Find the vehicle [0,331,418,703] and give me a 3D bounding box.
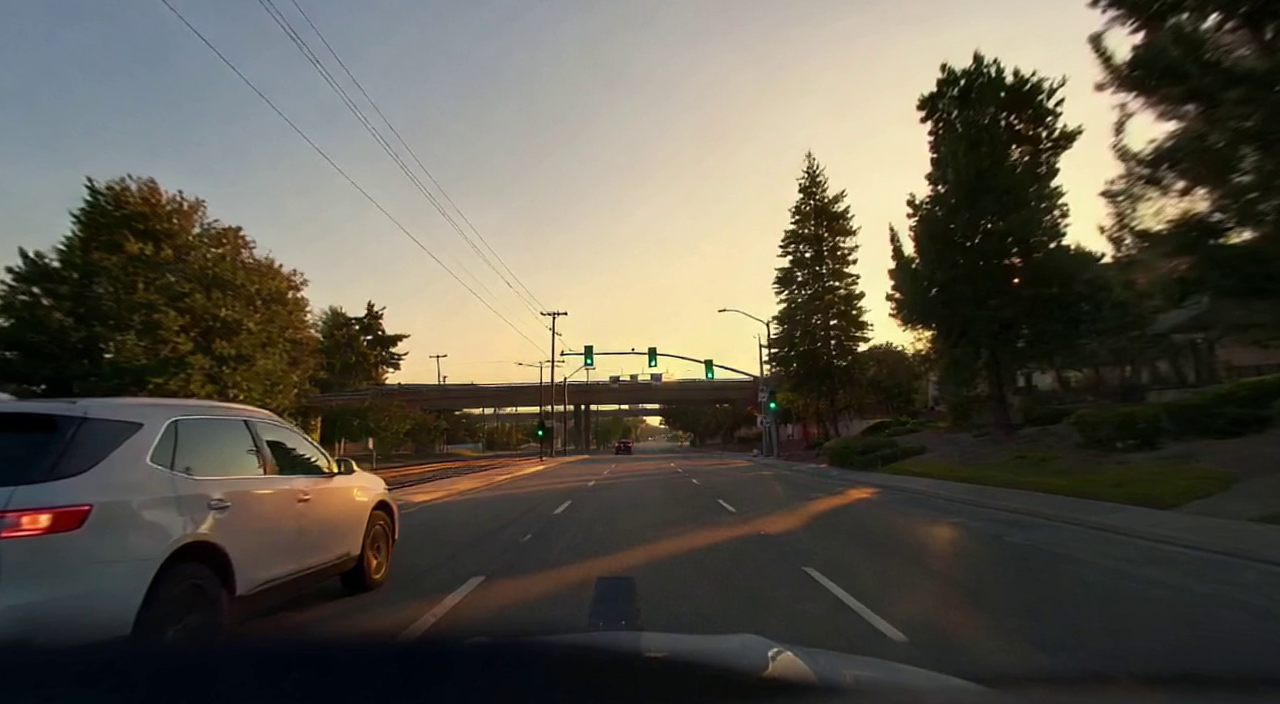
[{"bbox_3d":[-3.138,1.054,3.929,1.882,1.704,4.335,0,-8,0],"label":"vehicle"}]
